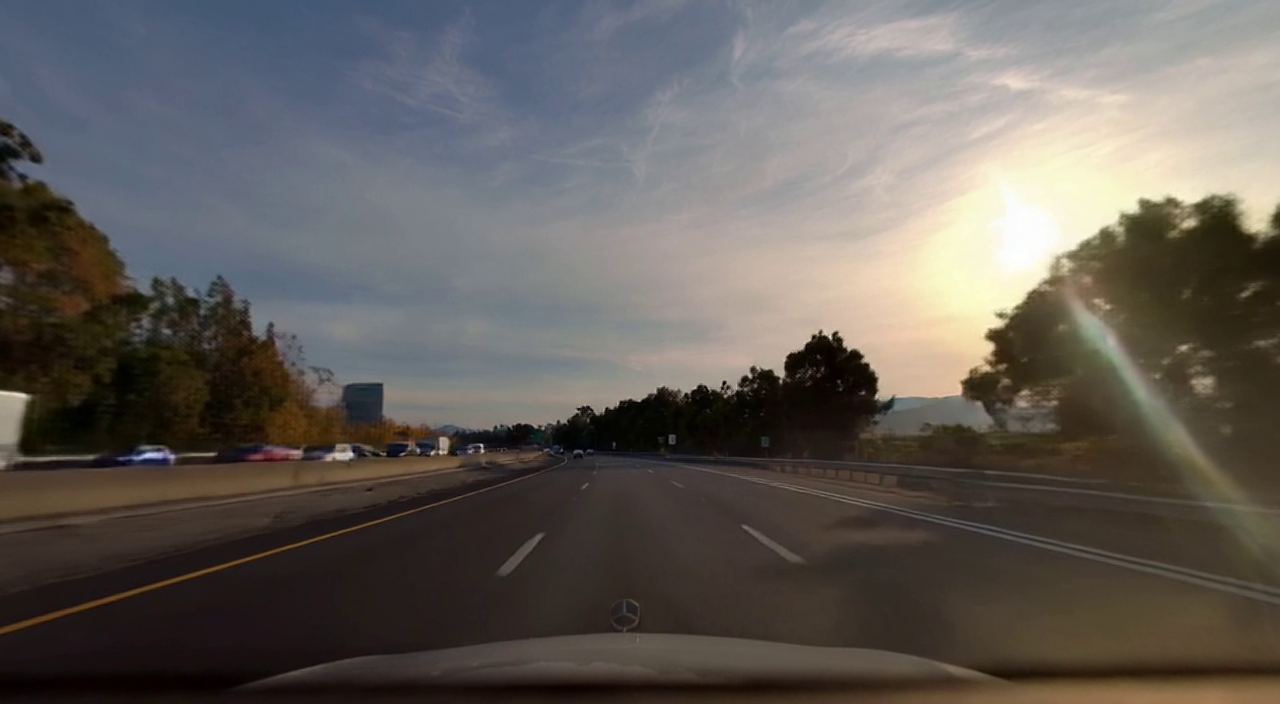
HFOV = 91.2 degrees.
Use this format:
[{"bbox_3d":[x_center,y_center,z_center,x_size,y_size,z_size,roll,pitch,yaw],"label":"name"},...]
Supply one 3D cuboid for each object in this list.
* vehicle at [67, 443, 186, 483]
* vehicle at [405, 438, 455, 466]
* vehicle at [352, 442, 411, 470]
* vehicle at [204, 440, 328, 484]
[{"bbox_3d":[-21.030,4.543,25.875,1.778,1.500,3.764,0,-9,-2],"label":"vehicle"},{"bbox_3d":[-16.186,7.745,48.680,2.201,2.054,5.510,0,-9,-3],"label":"vehicle"},{"bbox_3d":[-15.456,6.217,37.719,1.865,1.563,4.196,0,-9,-1],"label":"vehicle"},{"bbox_3d":[-14.700,4.355,25.050,1.946,1.539,5.095,0,-9,-2],"label":"vehicle"}]
